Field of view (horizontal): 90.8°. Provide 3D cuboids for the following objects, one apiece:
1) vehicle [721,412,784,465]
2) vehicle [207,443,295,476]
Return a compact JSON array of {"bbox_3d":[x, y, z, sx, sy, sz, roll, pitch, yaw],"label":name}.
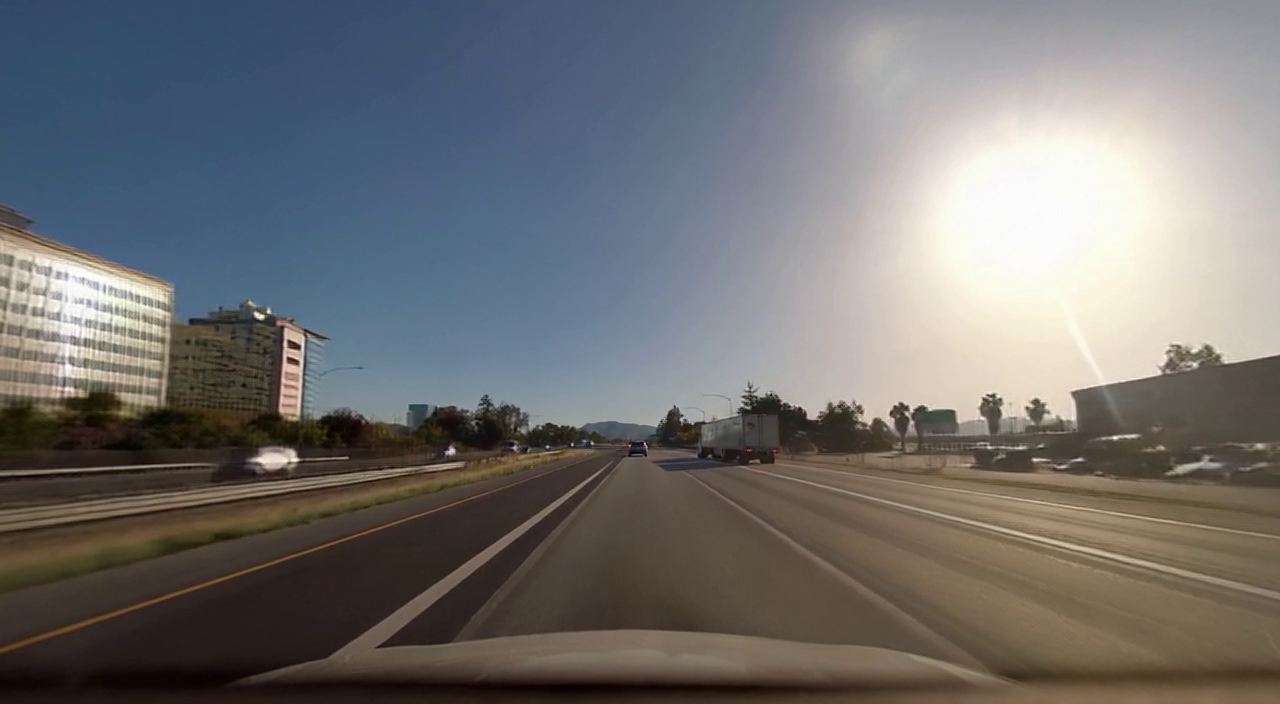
[{"bbox_3d":[7.322,5.823,42.220,2.793,3.204,7.997,0,-8,1],"label":"vehicle"},{"bbox_3d":[-21.931,6.059,35.840,2.078,1.705,4.544,0,-8,0],"label":"vehicle"}]
